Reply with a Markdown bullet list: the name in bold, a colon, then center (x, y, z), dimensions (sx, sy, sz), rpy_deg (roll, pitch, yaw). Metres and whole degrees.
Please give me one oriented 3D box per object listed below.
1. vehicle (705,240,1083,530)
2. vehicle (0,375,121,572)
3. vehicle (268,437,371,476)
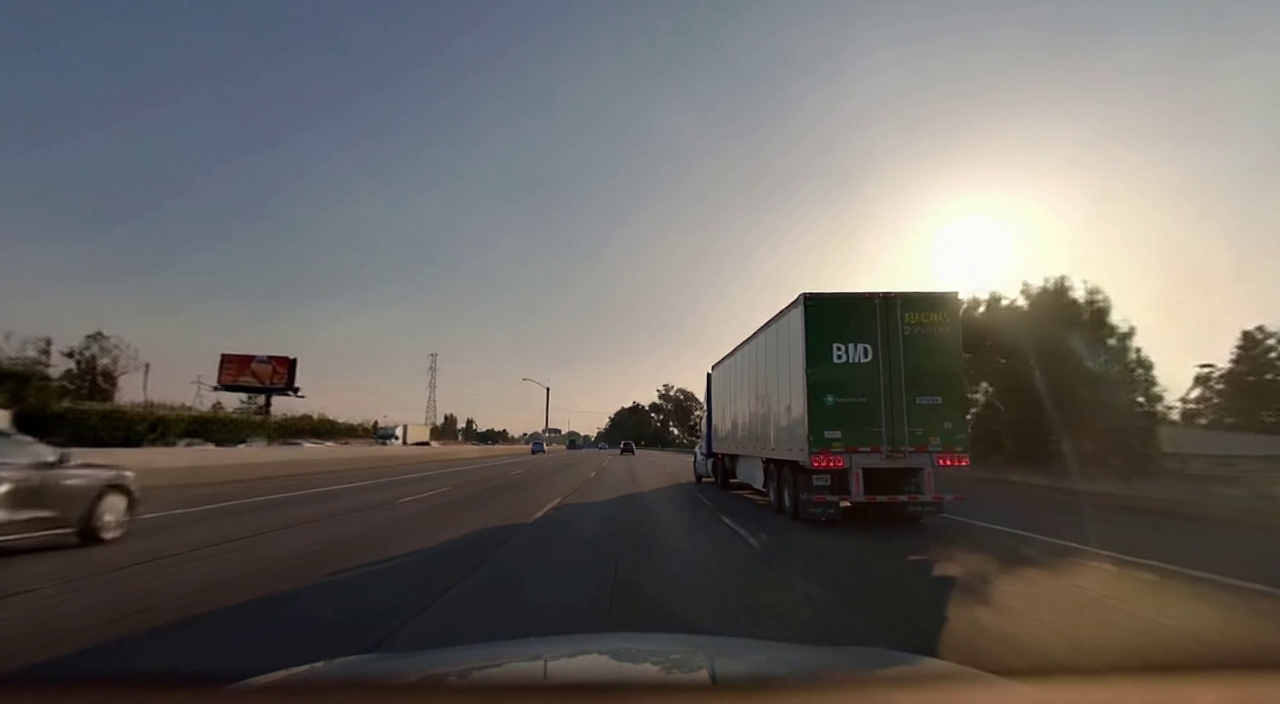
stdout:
- **vehicle**: center (4.153, 1.492, 16.051), dimensions (2.891, 3.944, 15.051), rpy_deg (0, -8, -2)
- **vehicle**: center (-7.323, 1.008, 4.936), dimensions (2.100, 1.905, 5.119), rpy_deg (0, -8, 0)
- **vehicle**: center (-14.610, 4.768, 29.215), dimensions (1.970, 1.618, 5.364), rpy_deg (0, -8, 0)
